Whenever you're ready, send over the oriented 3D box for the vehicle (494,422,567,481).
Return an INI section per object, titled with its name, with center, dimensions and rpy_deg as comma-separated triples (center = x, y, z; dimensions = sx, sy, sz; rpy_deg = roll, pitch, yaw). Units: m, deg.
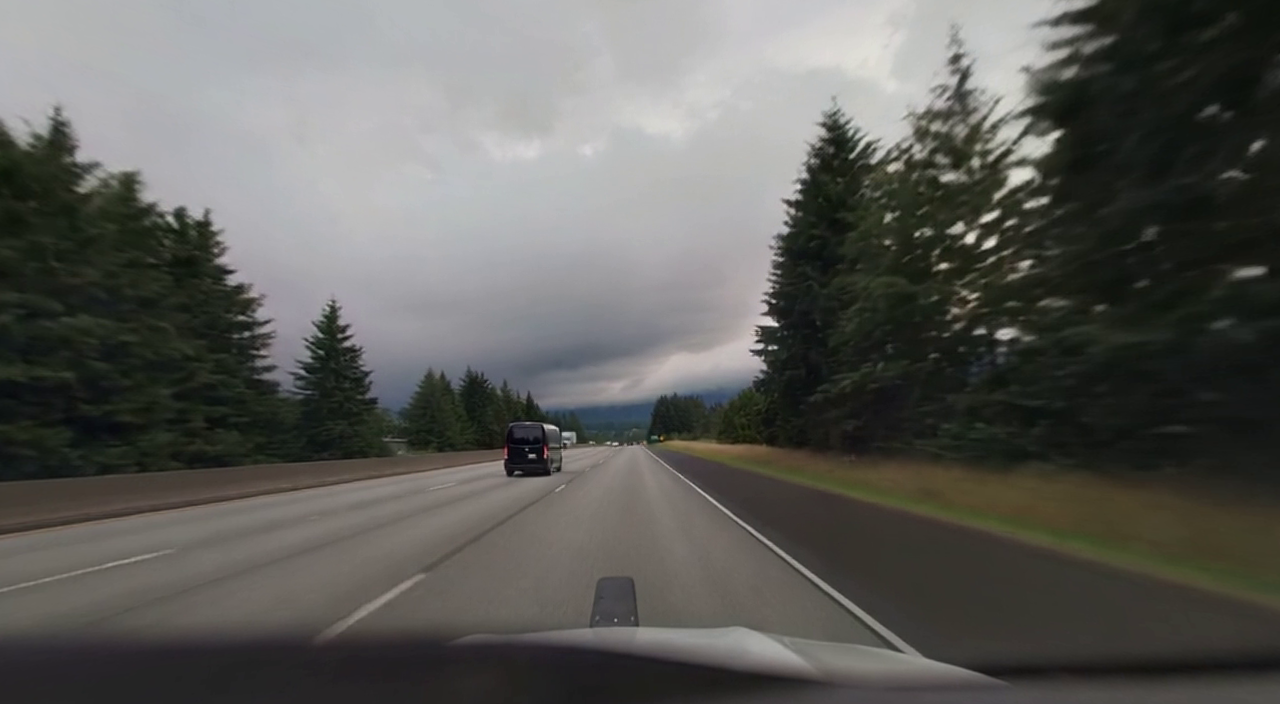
[vehicle]
center = -4.094, 3.803, 24.318
dimensions = 1.976, 2.029, 4.737
rpy_deg = -1, -8, 0
